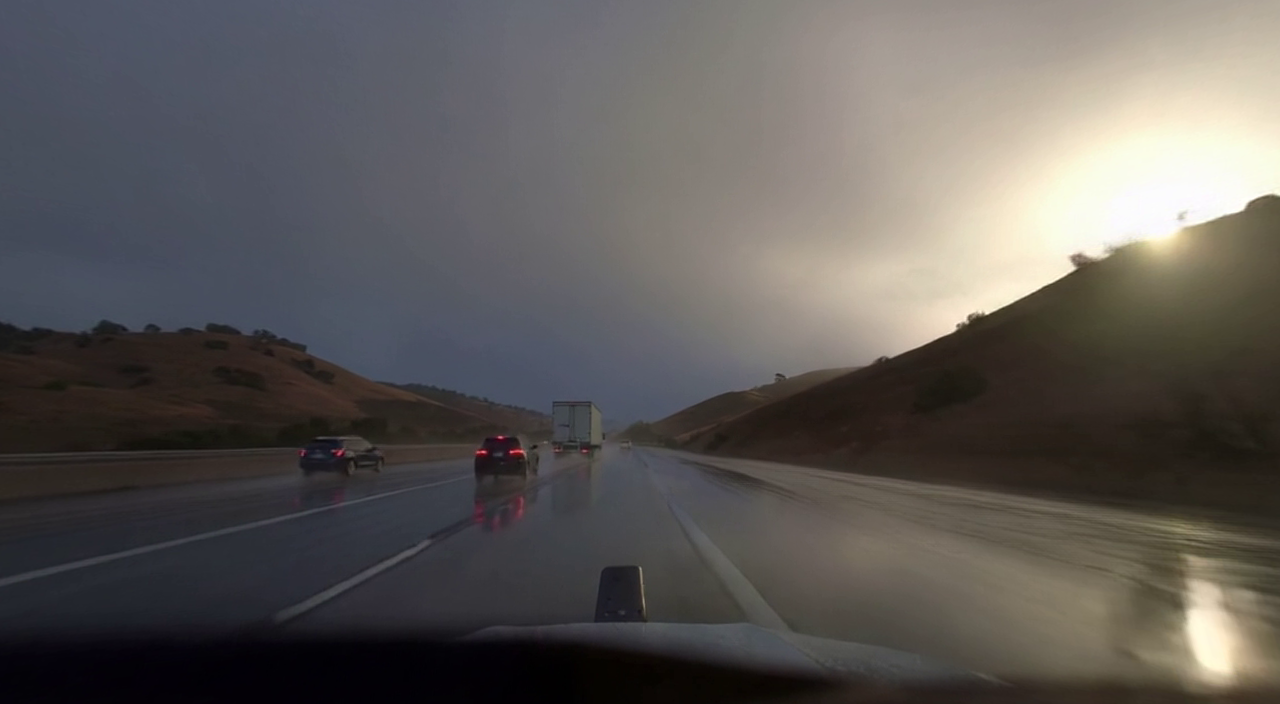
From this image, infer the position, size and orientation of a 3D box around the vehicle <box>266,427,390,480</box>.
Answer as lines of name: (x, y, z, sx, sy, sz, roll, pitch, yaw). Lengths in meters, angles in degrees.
vehicle: (-12.044, 3.974, 24.817, 2.130, 1.828, 5.523, 0, -8, -1)

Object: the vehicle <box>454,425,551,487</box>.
vehicle: (-4.193, 3.268, 19.967, 2.099, 1.734, 4.413, 0, -8, 0)

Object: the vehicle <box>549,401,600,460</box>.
vehicle: (-4.699, 6.053, 47.486, 2.981, 3.860, 11.022, 0, -8, -2)
